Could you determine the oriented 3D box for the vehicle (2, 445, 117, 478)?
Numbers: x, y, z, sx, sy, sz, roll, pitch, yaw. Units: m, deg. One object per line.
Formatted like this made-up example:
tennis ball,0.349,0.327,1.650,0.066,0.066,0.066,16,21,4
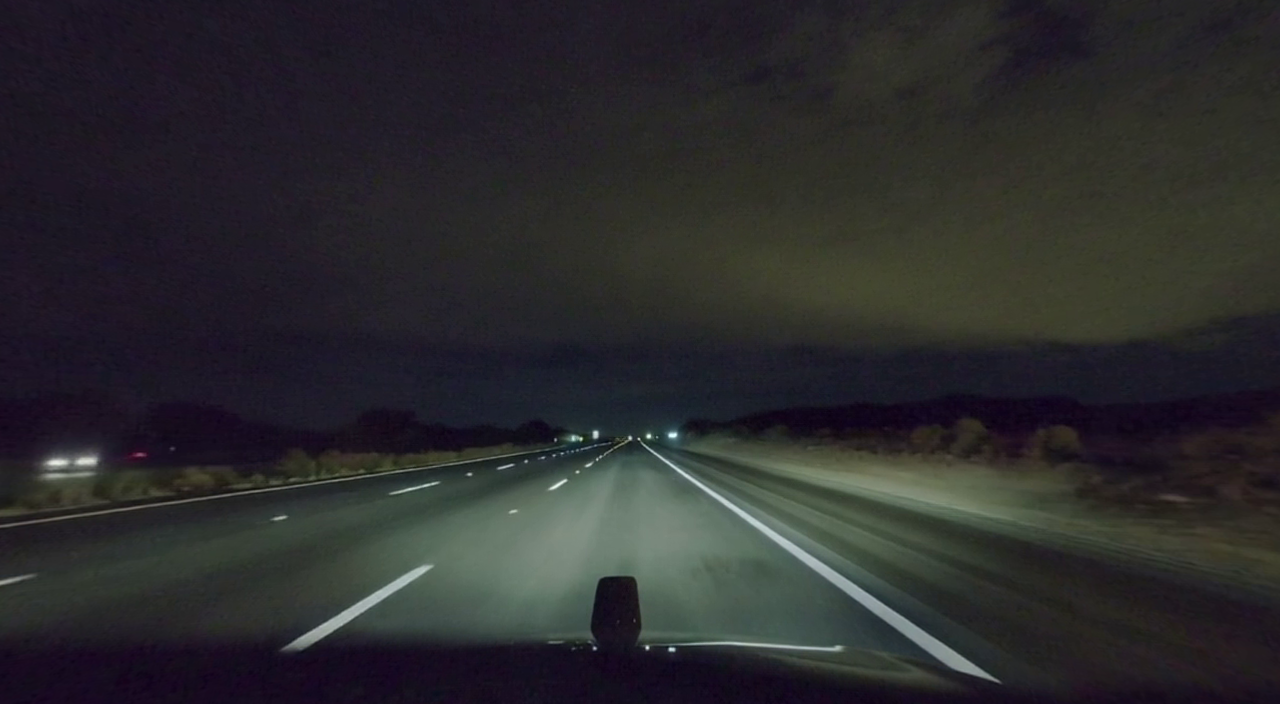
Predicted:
vehicle,-28.790,5.397,31.380,1.793,1.487,4.216,0,-8,-1
